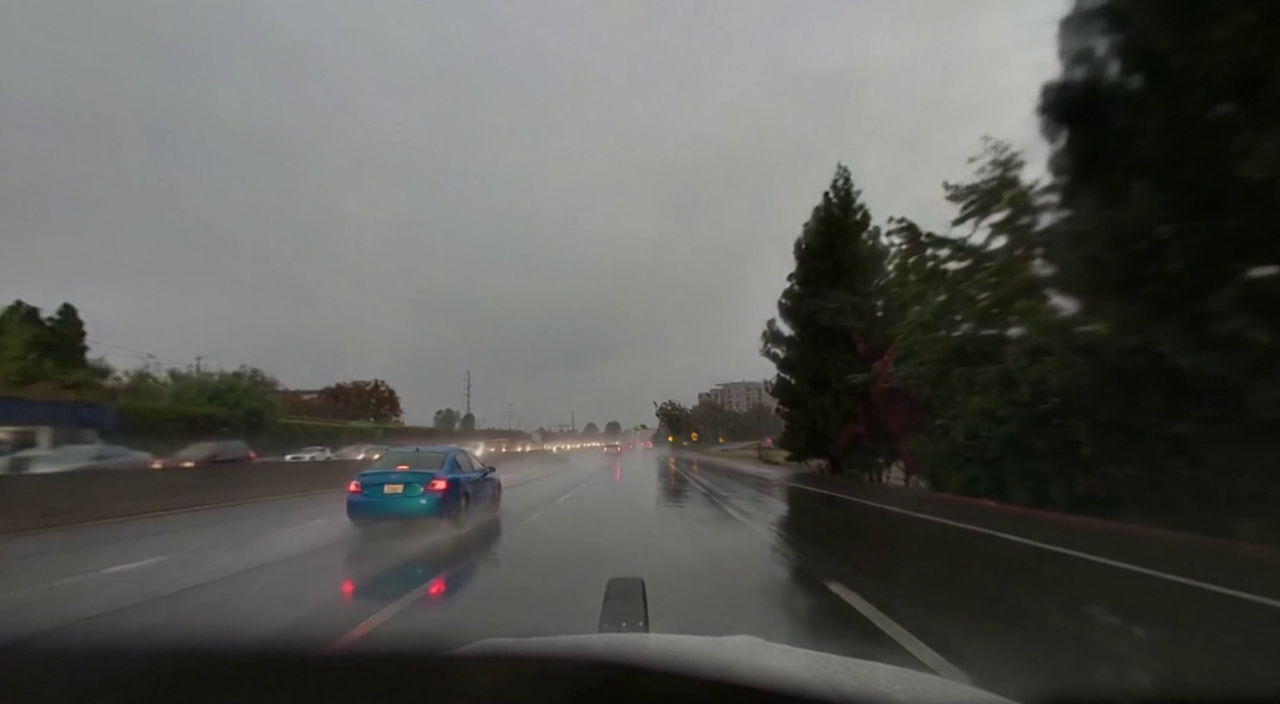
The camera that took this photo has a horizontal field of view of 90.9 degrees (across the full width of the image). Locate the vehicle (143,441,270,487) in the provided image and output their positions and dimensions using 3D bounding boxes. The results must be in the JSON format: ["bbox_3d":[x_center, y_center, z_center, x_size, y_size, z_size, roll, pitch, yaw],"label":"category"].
[{"bbox_3d":[-17.140,4.431,25.253,1.924,1.626,4.359,0,-9,1],"label":"vehicle"}]

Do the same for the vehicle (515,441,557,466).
[{"bbox_3d":[-7.234,7.105,44.209,2.118,1.675,4.395,0,-9,1],"label":"vehicle"}]

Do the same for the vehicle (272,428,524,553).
[{"bbox_3d":[-3.536,2.132,10.526,2.144,1.565,4.951,-1,-9,1],"label":"vehicle"}]

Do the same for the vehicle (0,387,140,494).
[{"bbox_3d":[-24.755,3.385,23.982,2.925,3.853,10.259,0,-9,0],"label":"vehicle"}]
